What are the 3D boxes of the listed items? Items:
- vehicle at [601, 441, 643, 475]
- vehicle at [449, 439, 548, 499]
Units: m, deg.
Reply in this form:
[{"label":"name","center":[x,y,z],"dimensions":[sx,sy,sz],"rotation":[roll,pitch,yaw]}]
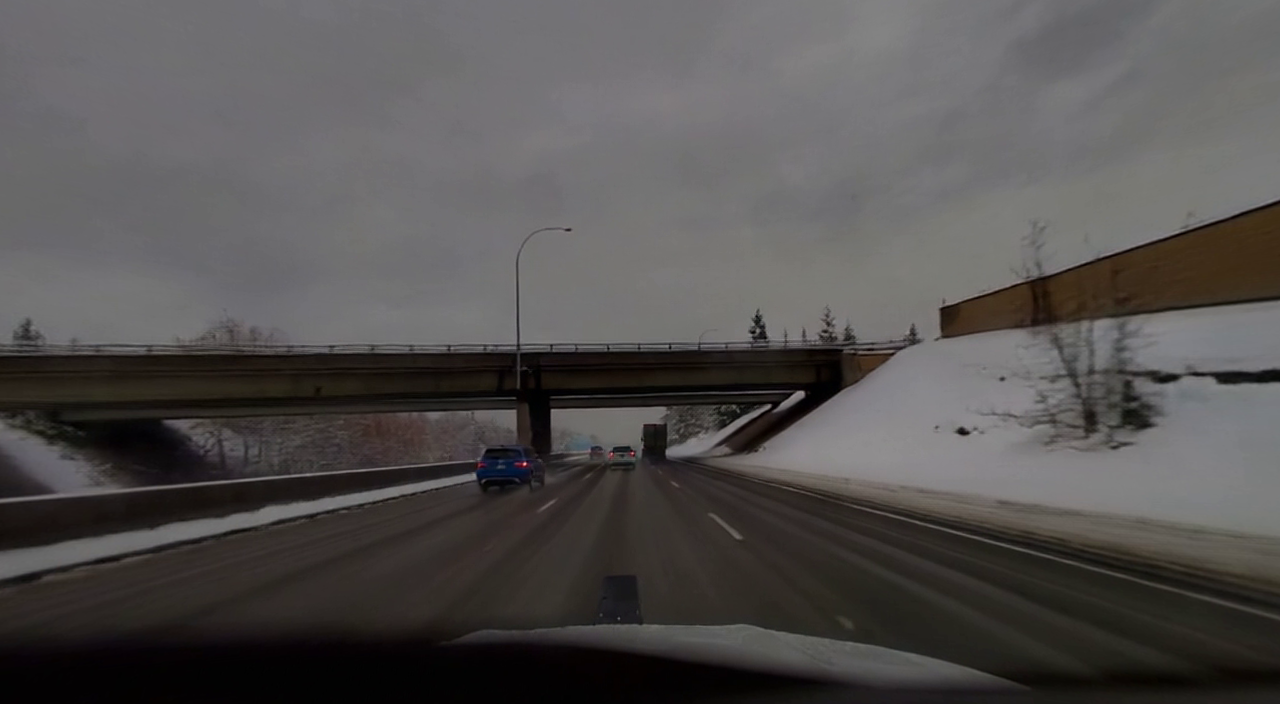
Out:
[{"label":"vehicle","center":[-0.892,5.453,32.387],"dimensions":[2.004,1.615,4.113],"rotation":[0,-9,-1]},{"label":"vehicle","center":[-3.957,3.346,18.278],"dimensions":[1.987,1.548,3.981],"rotation":[0,-9,-1]}]
